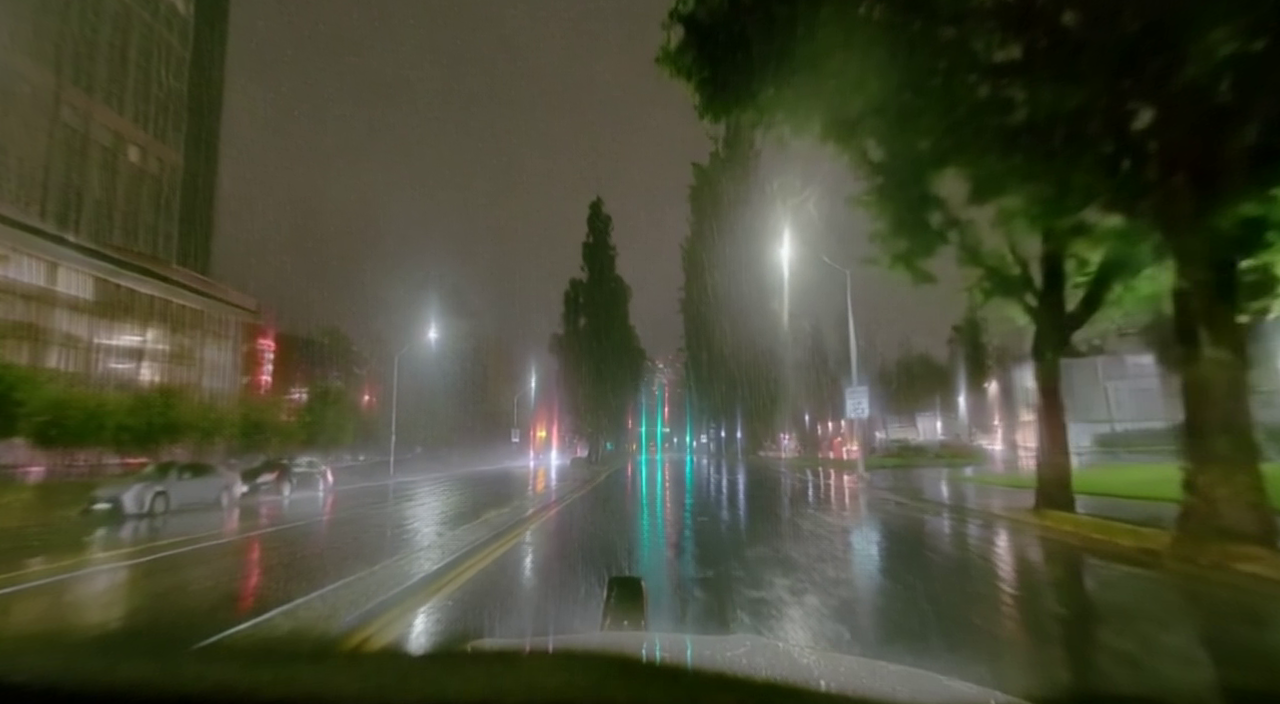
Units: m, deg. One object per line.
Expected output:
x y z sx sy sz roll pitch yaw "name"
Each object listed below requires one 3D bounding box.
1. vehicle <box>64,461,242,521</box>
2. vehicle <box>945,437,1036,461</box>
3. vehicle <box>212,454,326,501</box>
-14.093 4.012 18.642 1.835 1.434 4.325 0 -8 0 "vehicle"
21.392 5.942 38.580 4.404 1.440 1.900 0 -8 1 "vehicle"
-14.013 4.711 24.114 1.816 1.567 3.957 0 -8 3 "vehicle"
